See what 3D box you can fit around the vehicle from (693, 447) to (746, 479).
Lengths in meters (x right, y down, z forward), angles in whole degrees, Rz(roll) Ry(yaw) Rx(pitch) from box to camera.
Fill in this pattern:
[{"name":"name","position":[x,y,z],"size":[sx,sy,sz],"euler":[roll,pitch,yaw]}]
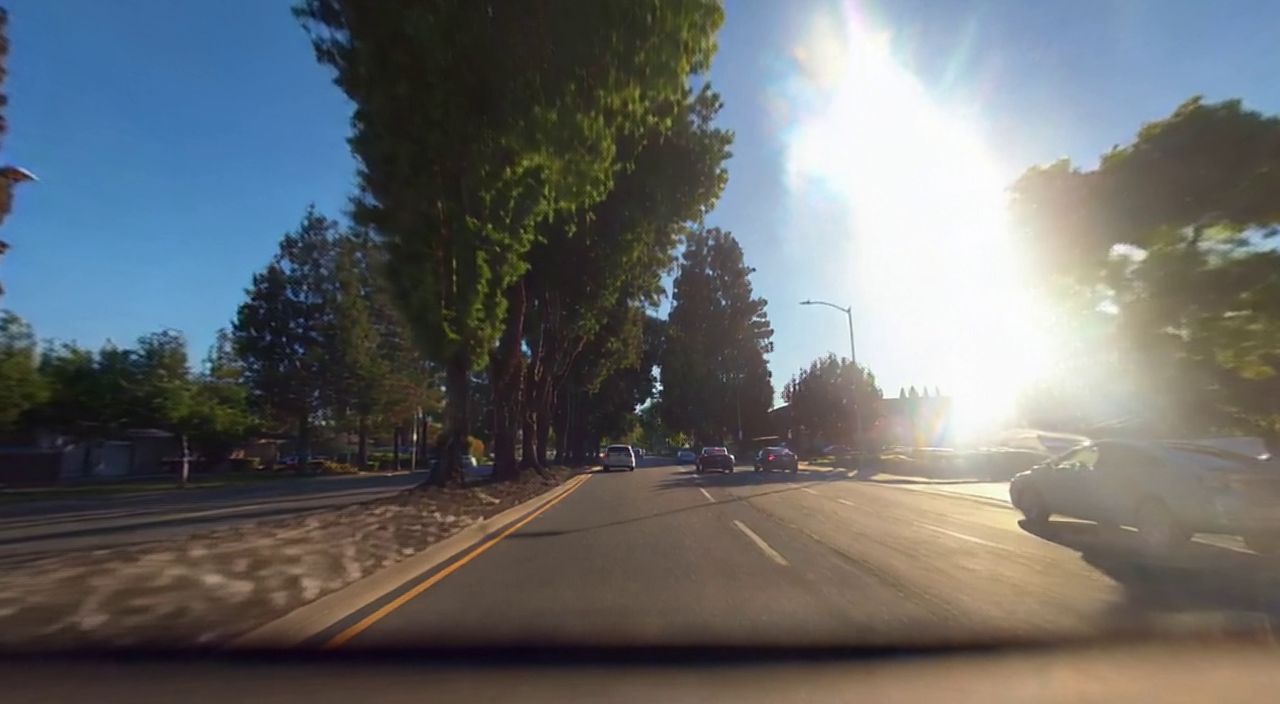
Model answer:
[{"name":"vehicle","position":[3.799,5.380,30.894],"size":[2.020,1.472,3.958],"euler":[0,-8,0]}]

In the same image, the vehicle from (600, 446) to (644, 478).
[{"name":"vehicle","position":[-0.865,5.498,31.773],"size":[2.077,1.477,3.897],"euler":[0,-8,-1]}]

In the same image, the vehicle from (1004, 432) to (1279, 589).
[{"name":"vehicle","position":[7.125,1.855,8.263],"size":[1.888,1.508,4.646],"euler":[0,-8,-1]}]

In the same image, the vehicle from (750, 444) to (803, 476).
[{"name":"vehicle","position":[7.671,6.115,36.000],"size":[1.945,1.687,4.292],"euler":[0,-8,-1]}]
